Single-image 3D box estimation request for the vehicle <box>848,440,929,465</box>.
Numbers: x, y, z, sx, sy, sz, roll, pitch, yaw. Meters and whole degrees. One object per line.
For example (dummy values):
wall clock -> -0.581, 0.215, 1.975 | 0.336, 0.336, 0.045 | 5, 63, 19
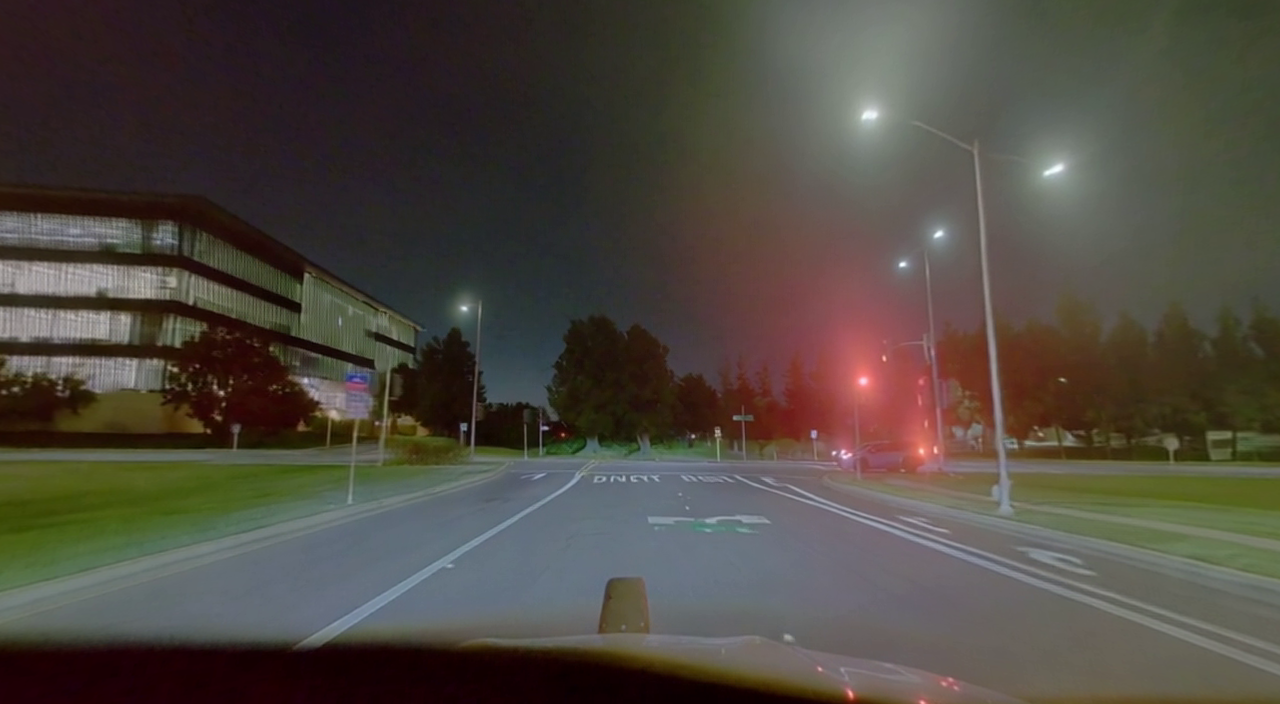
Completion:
vehicle -> 17.127, 6.937, 43.668 | 4.715, 1.671, 2.030 | 0, -8, 0
